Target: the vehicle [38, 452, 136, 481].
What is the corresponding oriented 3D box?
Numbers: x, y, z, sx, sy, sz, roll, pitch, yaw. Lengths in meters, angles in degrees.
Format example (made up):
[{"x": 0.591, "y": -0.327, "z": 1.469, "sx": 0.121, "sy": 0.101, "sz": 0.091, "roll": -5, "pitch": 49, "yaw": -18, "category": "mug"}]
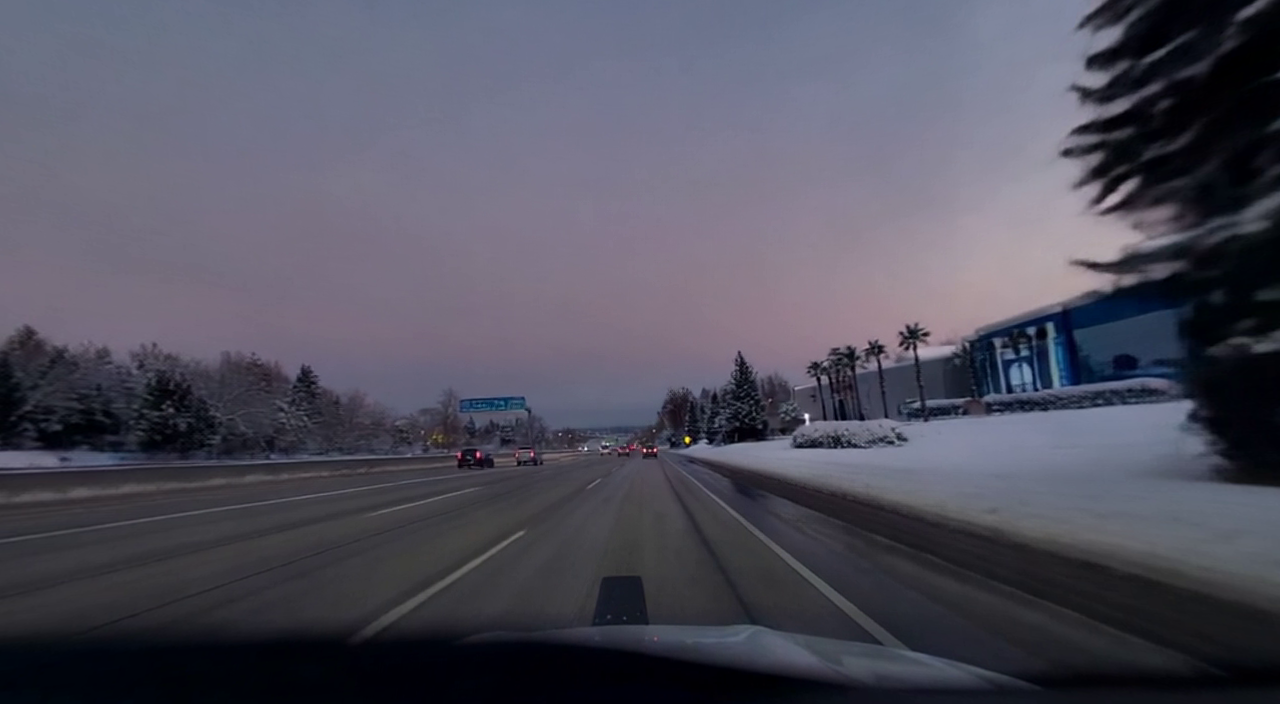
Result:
[{"x": -30.621, "y": 6.331, "z": 35.078, "sx": 1.731, "sy": 1.473, "sz": 4.049, "roll": -2, "pitch": -9, "yaw": 0, "category": "vehicle"}]
